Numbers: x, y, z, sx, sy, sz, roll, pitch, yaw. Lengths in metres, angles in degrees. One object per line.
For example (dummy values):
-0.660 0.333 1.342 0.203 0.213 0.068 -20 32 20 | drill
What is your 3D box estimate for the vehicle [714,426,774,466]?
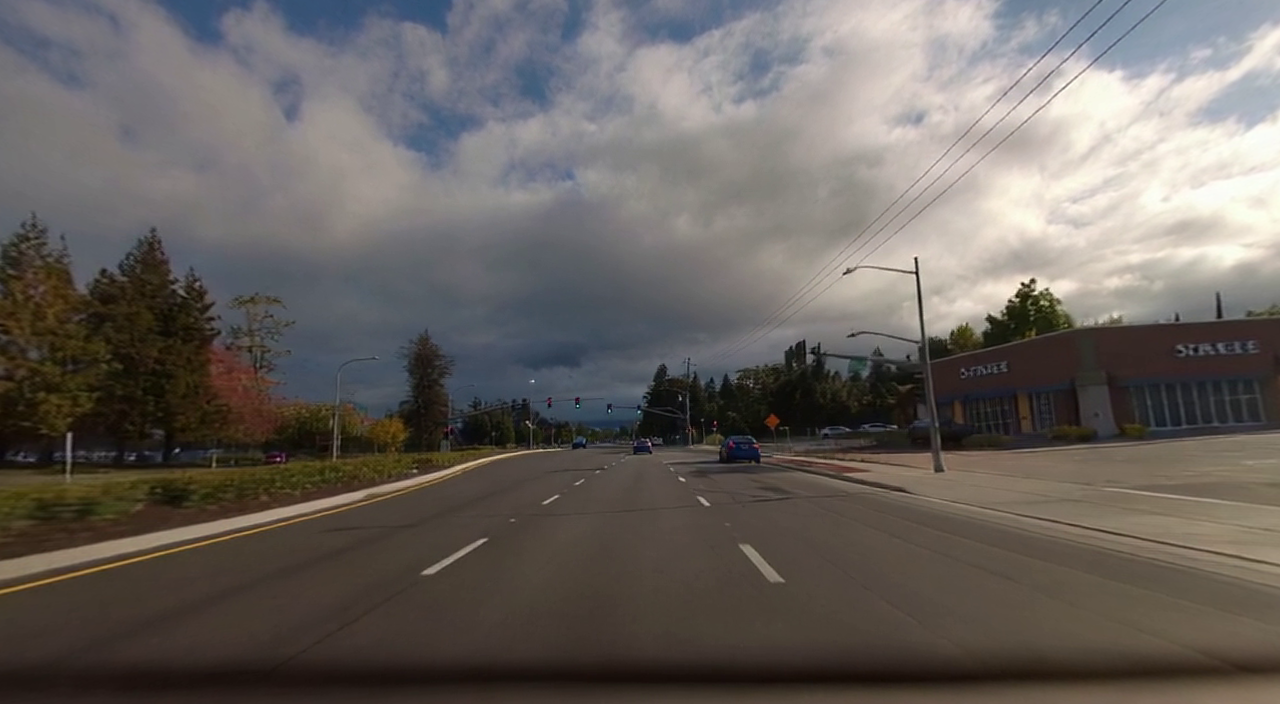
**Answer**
5.748 5.305 35.726 2.476 2.016 5.586 0 -8 1 | vehicle
